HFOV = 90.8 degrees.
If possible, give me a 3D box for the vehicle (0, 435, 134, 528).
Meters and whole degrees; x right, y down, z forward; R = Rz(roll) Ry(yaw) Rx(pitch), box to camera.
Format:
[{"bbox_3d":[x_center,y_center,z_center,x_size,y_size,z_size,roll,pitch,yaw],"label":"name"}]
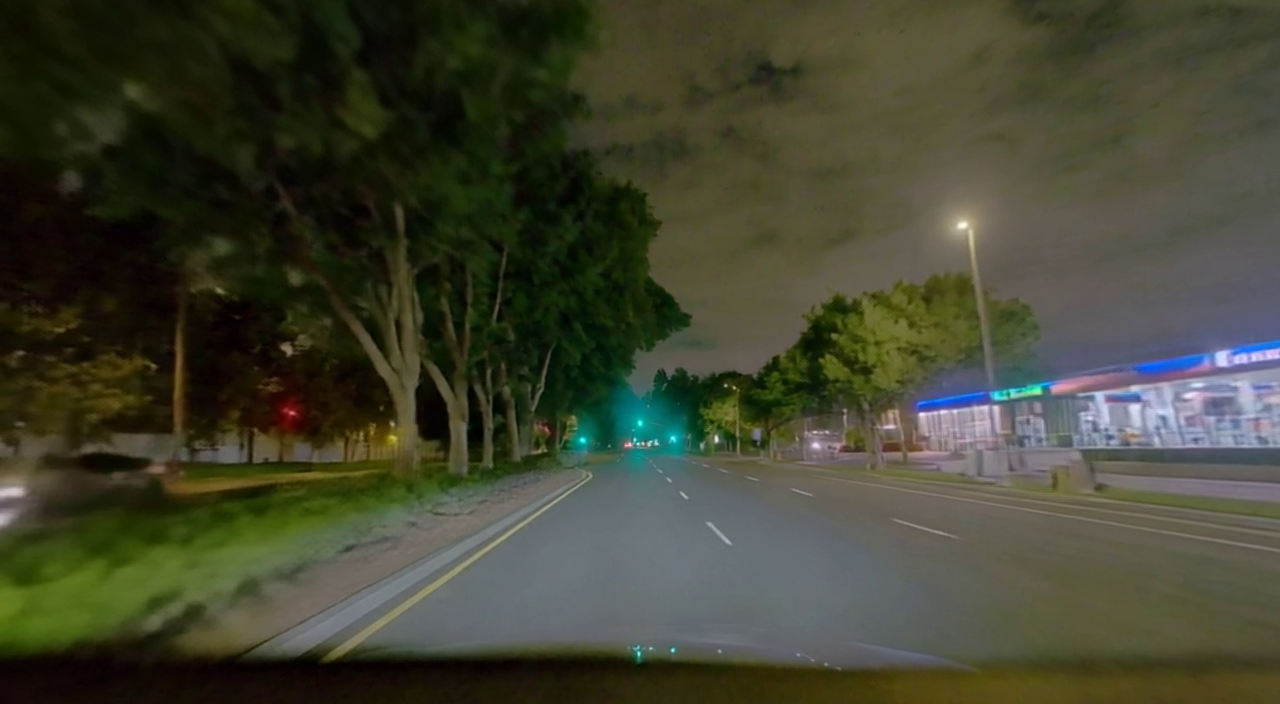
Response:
[{"bbox_3d":[-12.268,2.415,12.027,1.861,1.616,4.077,0,-8,0],"label":"vehicle"}]
